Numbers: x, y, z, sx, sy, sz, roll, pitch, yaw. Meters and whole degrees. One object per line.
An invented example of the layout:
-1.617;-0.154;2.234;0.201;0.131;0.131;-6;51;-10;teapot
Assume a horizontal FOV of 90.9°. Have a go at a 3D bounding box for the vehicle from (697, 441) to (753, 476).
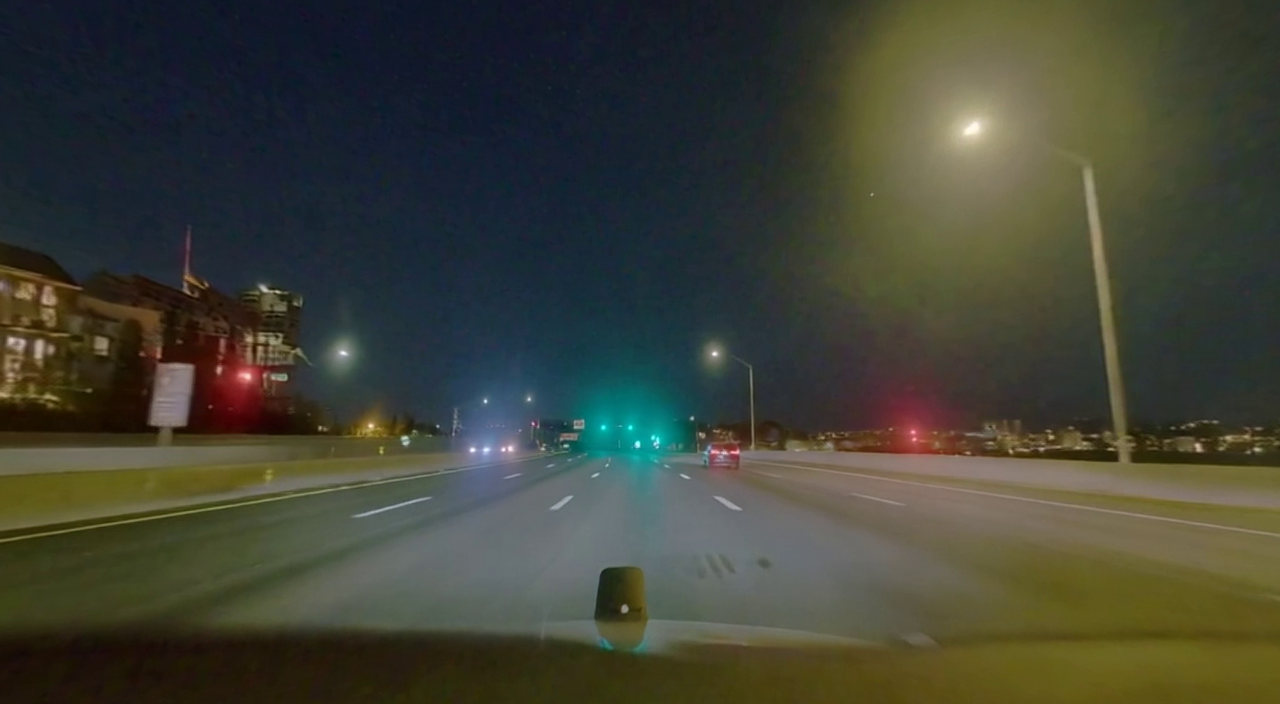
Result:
3.814;4.835;28.902;1.926;1.477;4.025;0;-8;-1;vehicle
